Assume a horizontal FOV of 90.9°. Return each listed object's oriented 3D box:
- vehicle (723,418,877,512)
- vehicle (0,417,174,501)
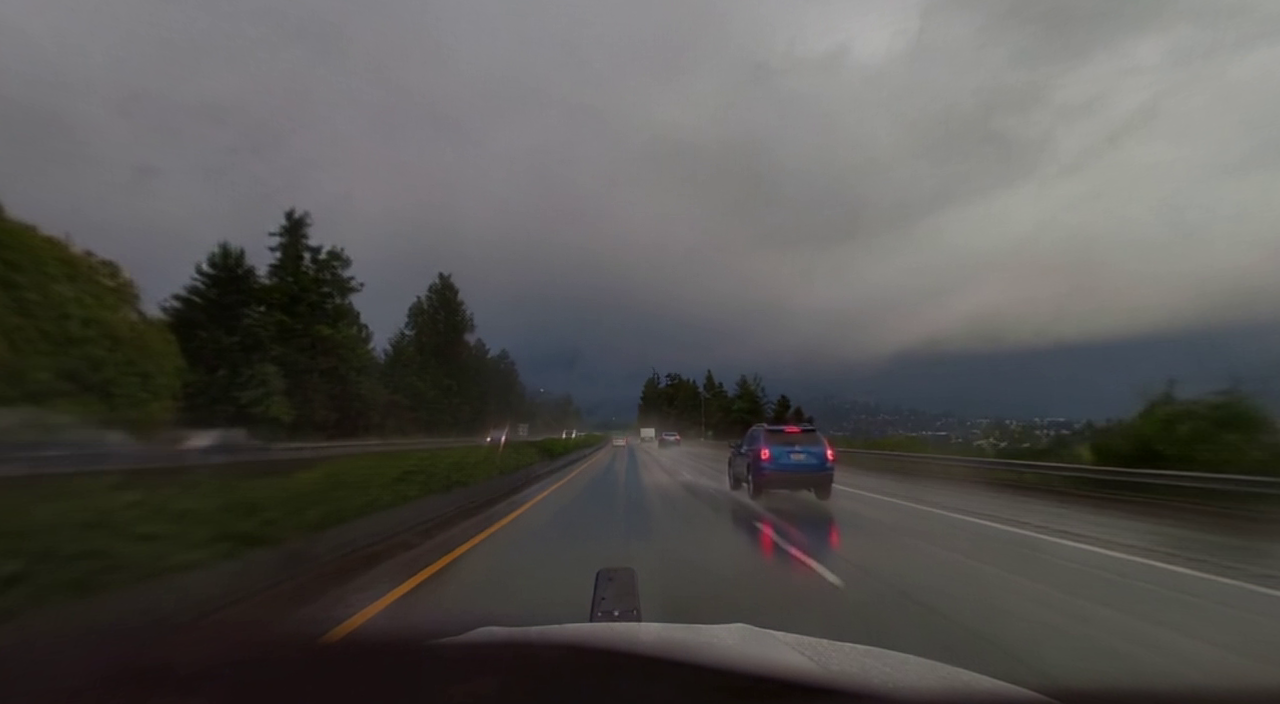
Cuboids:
[{"bbox_3d":[3.186,2.342,13.677,2.085,1.681,4.436,0,-8,-1],"label":"vehicle"},{"bbox_3d":[-12.036,2.106,12.735,1.902,1.436,4.512,0,-8,-2],"label":"vehicle"}]
